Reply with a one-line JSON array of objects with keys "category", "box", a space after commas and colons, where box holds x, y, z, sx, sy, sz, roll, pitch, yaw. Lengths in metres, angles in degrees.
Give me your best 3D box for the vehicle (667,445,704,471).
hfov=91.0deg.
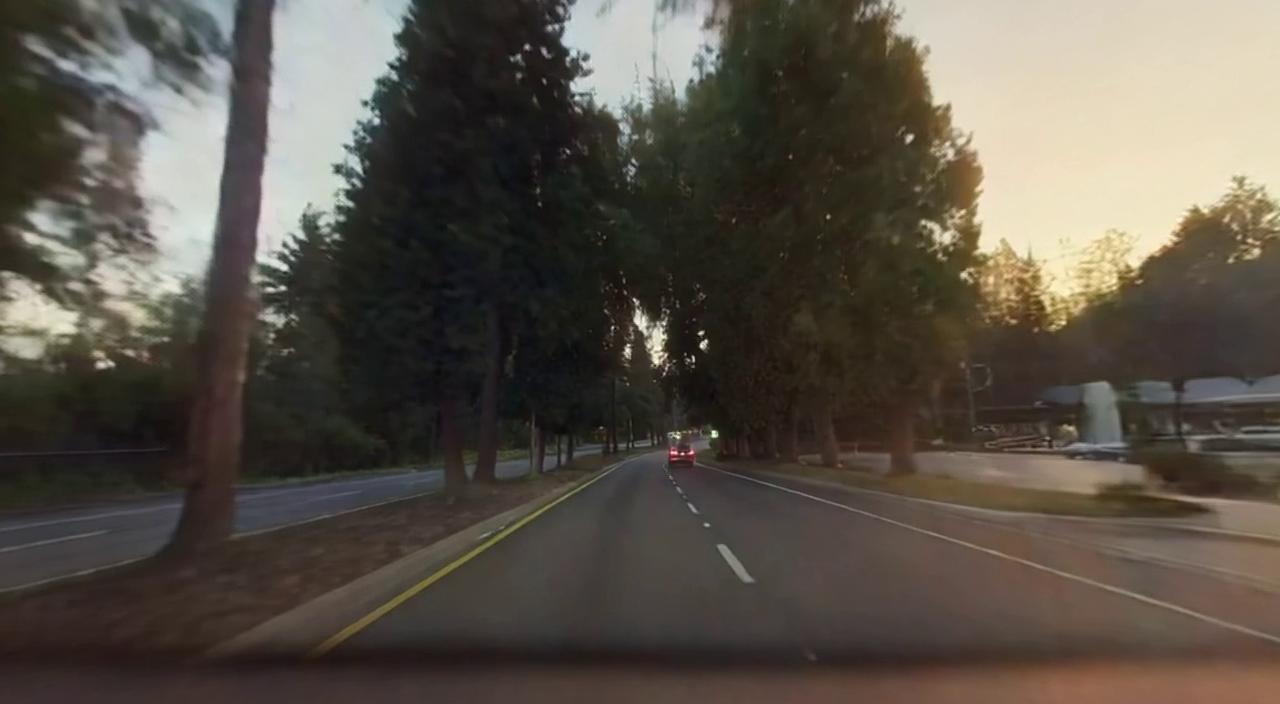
[{"category": "vehicle", "box": [2.905, 6.870, 41.067, 2.044, 1.537, 4.528, 0, -9, 0]}]
